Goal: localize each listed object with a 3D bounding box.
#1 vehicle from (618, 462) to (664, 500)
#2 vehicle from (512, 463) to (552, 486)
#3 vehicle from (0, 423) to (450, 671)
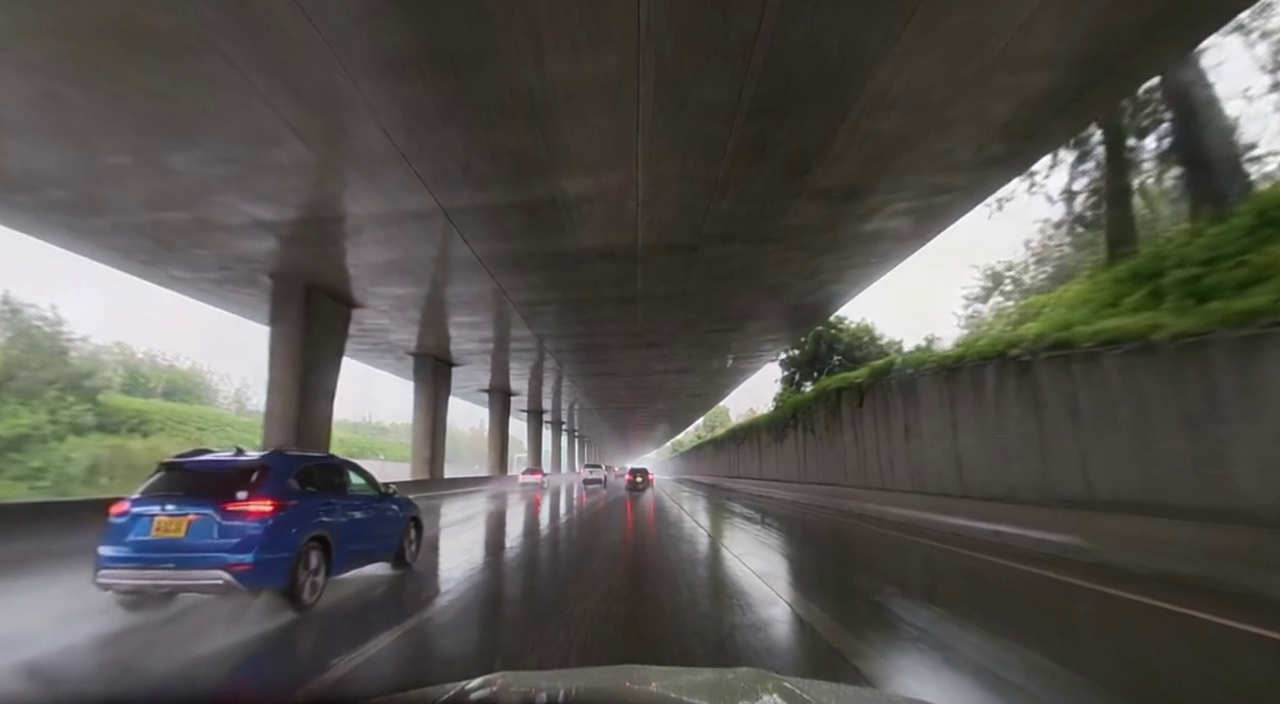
[{"bbox_3d":[0.038,6.011,29.567,1.992,1.601,3.762,1,-11,0],"label":"vehicle"},{"bbox_3d":[-7.661,8.745,44.958,1.996,1.512,4.712,1,-11,0],"label":"vehicle"},{"bbox_3d":[-3.738,1.659,6.386,2.102,1.521,4.687,1,-11,1],"label":"vehicle"}]
